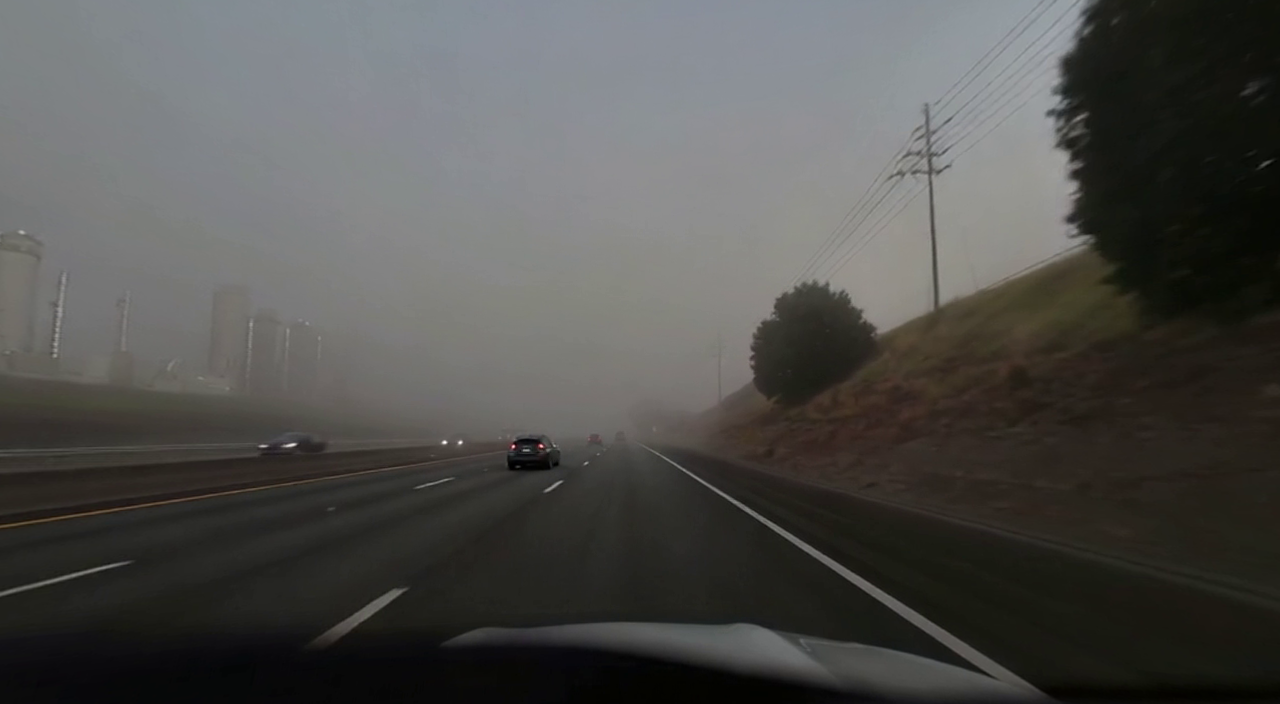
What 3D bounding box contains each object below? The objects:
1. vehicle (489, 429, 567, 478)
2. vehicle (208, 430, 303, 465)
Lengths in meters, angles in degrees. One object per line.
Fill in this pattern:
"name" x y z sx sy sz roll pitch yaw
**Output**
"vehicle" -3.671 3.397 21.430 1.952 1.462 3.969 0 -8 0
"vehicle" -19.805 4.923 32.760 1.990 1.657 4.842 0 -8 -1
